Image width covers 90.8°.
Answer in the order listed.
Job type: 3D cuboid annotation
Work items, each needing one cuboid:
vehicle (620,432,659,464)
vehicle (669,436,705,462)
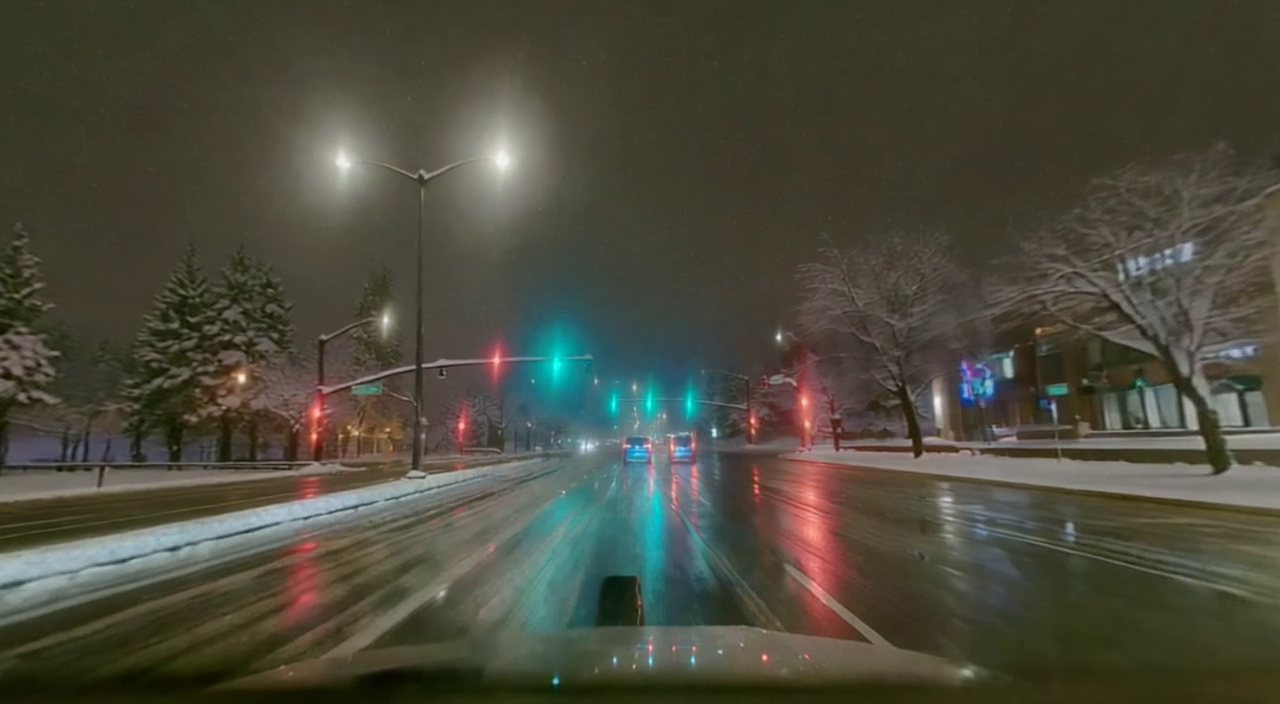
[{"bbox_3d":[-0.124,6.373,41.967,2.413,1.939,4.716,0,-8,-2],"label":"vehicle"},{"bbox_3d":[3.300,6.904,45.178,2.107,1.736,4.228,0,-8,-2],"label":"vehicle"}]
